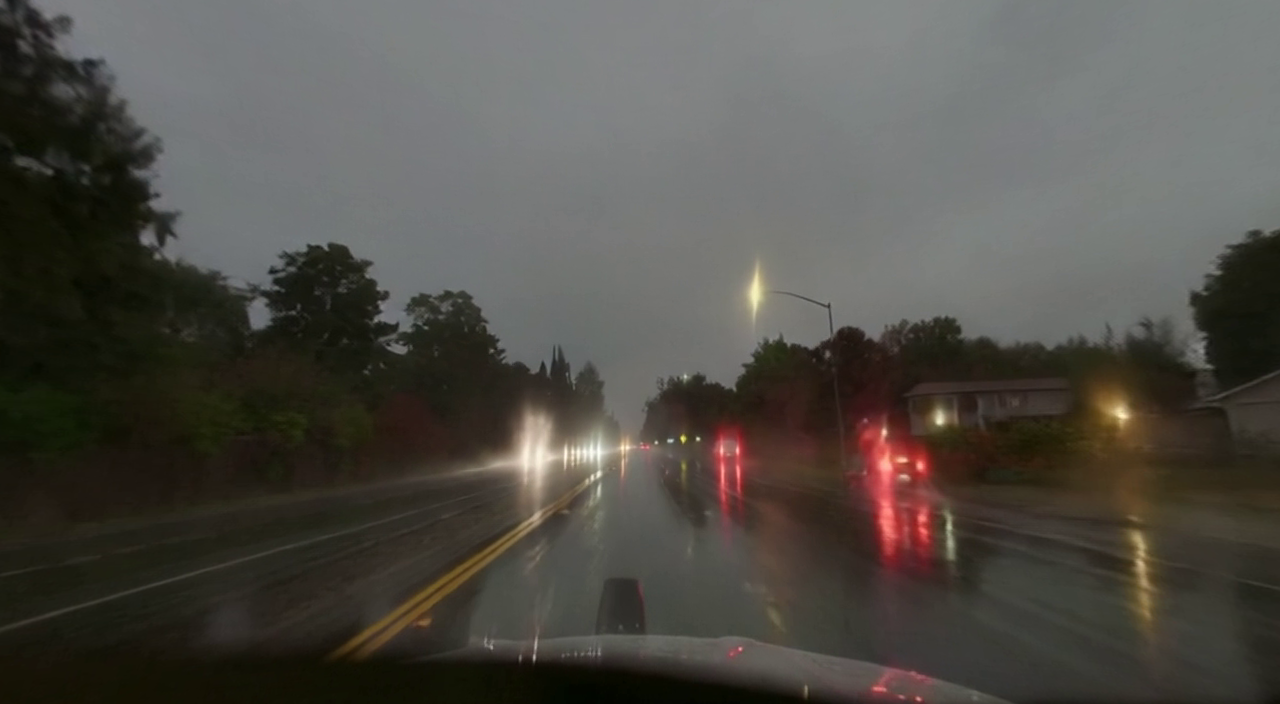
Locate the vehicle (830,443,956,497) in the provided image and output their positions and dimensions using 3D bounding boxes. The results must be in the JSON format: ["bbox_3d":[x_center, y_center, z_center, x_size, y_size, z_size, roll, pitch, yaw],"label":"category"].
[{"bbox_3d":[7.613,3.588,19.618,1.967,1.449,4.645,0,-9,0],"label":"vehicle"}]
